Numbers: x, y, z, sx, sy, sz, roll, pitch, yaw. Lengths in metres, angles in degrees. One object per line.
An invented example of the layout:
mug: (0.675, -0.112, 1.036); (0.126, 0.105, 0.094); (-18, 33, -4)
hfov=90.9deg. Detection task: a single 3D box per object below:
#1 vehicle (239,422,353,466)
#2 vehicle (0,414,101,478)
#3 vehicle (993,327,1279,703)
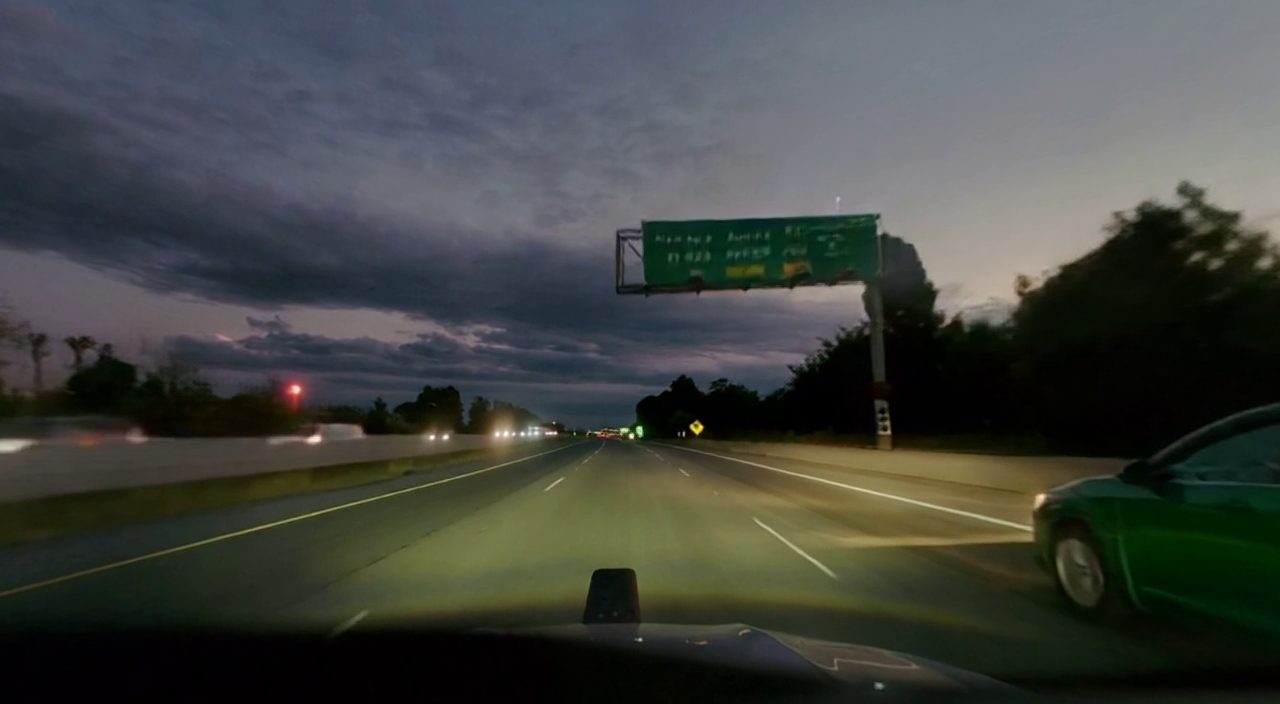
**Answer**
vehicle: (-12.648, 3.417, 23.514); (1.921, 1.476, 4.198); (0, -8, -1)
vehicle: (-15.795, 2.292, 15.438); (1.750, 1.471, 3.894); (0, -8, -1)
vehicle: (3.654, 0.700, 2.367); (2.107, 1.642, 4.331); (0, -8, 0)
